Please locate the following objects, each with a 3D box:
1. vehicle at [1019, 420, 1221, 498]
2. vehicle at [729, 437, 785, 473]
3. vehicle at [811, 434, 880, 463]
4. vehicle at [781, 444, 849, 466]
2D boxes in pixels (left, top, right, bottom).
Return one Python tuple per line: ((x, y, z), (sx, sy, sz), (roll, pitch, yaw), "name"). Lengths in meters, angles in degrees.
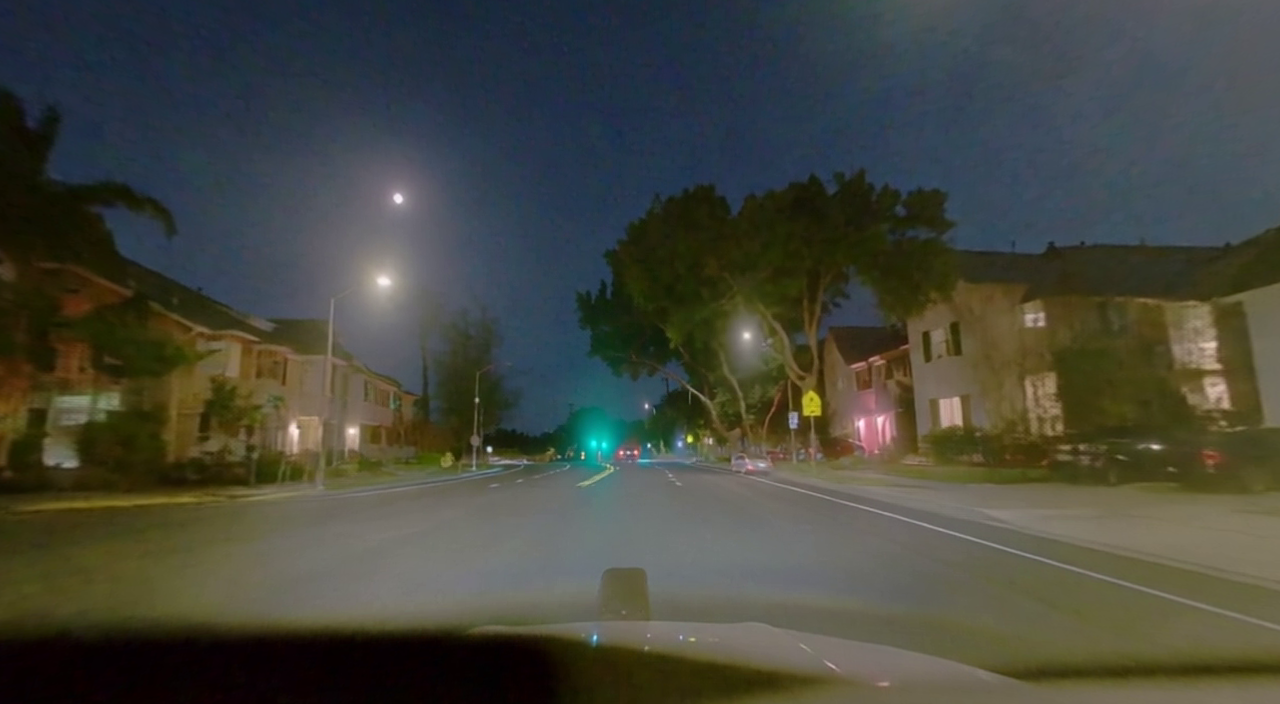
((14.512, 3.106, 19.081), (5.277, 1.749, 2.335), (-1, -3, -21), "vehicle")
((6.915, 6.168, 38.154), (2.348, 1.986, 6.289), (0, -8, 1), "vehicle")
((15.913, 7.484, 49.198), (2.205, 1.995, 5.543), (-1, -7, -16), "vehicle")
((12.631, 7.448, 45.538), (4.508, 1.462, 1.721), (4, -10, -16), "vehicle")
